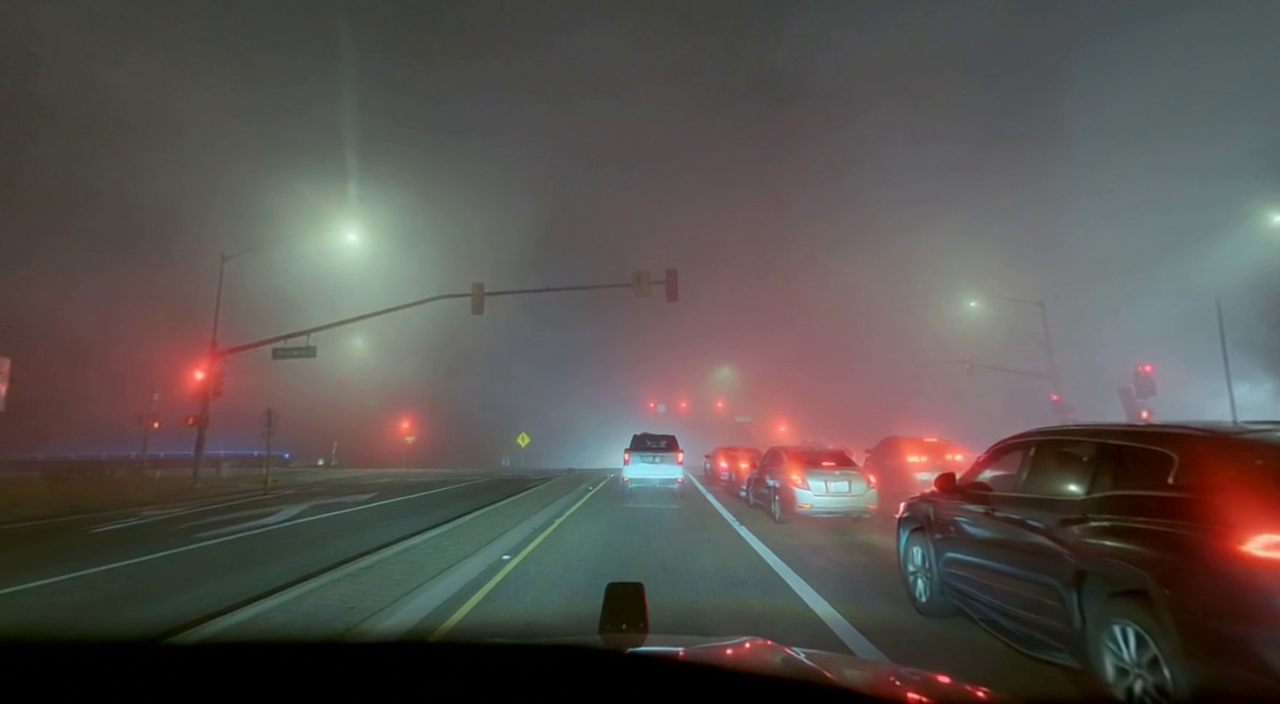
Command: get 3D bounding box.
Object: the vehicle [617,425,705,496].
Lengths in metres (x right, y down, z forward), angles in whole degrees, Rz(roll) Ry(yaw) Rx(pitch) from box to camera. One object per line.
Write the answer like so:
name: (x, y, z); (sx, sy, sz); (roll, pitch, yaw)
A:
vehicle: (0.515, 3.136, 18.561); (2.245, 1.800, 4.522); (0, -8, -1)

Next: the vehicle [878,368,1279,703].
vehicle: (2.960, 0.997, 2.994); (2.078, 1.578, 4.107); (0, -8, 1)

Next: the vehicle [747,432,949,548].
vehicle: (3.085, 2.075, 10.436); (1.956, 1.477, 4.285); (0, -7, 1)
